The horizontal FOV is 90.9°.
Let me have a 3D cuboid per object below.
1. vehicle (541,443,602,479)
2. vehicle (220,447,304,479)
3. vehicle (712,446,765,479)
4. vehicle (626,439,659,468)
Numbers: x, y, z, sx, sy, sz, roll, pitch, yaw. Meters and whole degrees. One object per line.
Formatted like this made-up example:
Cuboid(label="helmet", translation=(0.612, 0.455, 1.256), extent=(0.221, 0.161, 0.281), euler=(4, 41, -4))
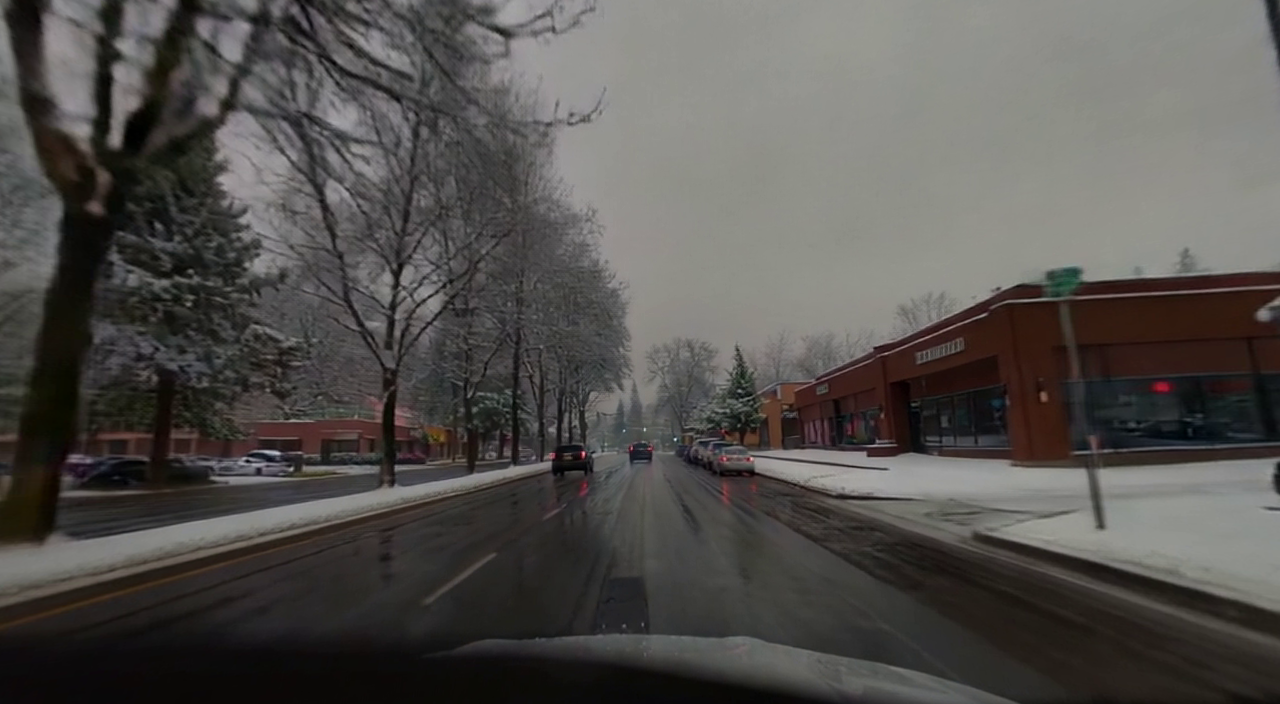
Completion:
Cuboid(label="vehicle", translation=(-3.054, 4.987, 29.092), extent=(2.151, 1.484, 4.468), euler=(0, -9, 2))
Cuboid(label="vehicle", translation=(-26.924, 7.887, 45.206), extent=(2.231, 2.124, 5.680), euler=(0, -9, 4))
Cuboid(label="vehicle", translation=(4.628, 5.257, 30.257), extent=(1.896, 1.451, 4.329), euler=(0, -9, 0))
Cuboid(label="vehicle", translation=(0.192, 6.653, 41.303), extent=(2.075, 1.770, 4.018), euler=(0, -9, 0))
